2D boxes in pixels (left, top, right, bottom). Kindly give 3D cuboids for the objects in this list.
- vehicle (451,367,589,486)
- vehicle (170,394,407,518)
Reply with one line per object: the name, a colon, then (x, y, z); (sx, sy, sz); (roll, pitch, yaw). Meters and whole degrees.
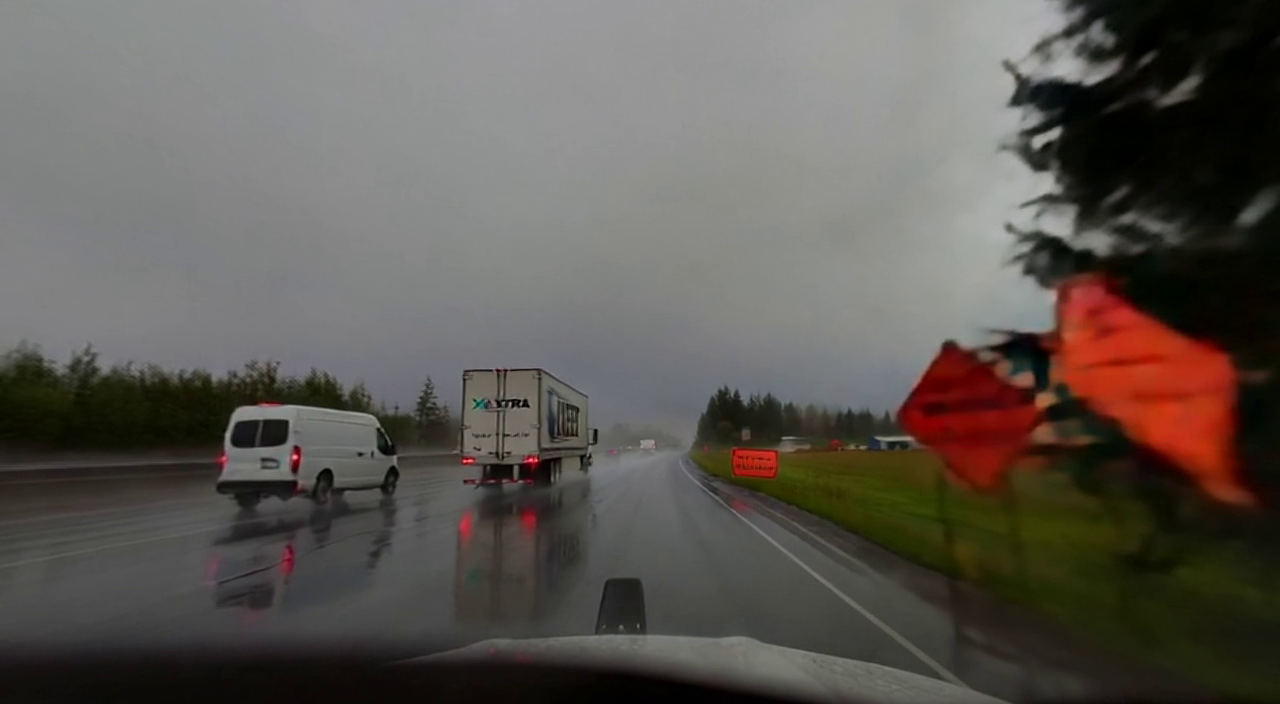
vehicle: (-4.436, 3.192, 26.053); (3.183, 4.011, 9.617); (0, -8, 4)
vehicle: (-8.609, 2.636, 16.427); (2.469, 2.615, 5.874); (0, -8, 3)
